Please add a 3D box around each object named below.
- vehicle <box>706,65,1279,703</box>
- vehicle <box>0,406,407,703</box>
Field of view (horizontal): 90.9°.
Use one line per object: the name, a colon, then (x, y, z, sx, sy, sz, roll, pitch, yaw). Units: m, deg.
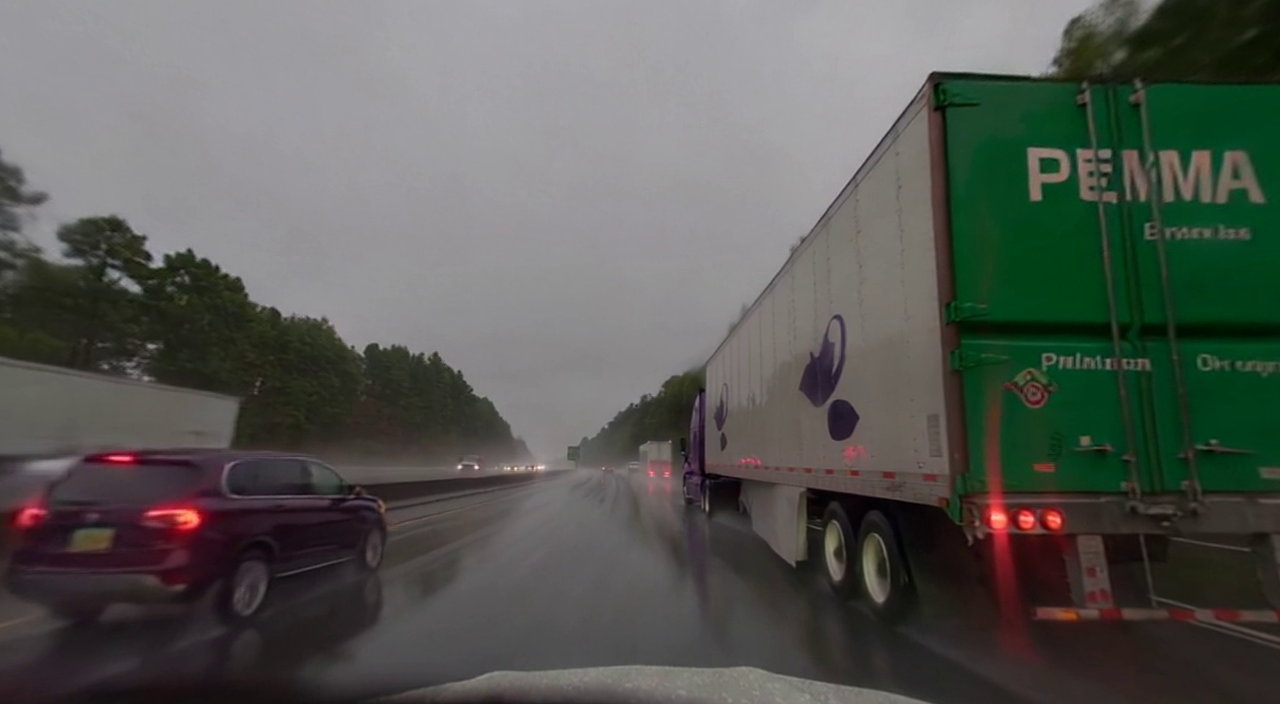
vehicle: (3.411, 1.312, 10.865, 2.856, 4.040, 14.009, 1, -11, -1)
vehicle: (-4.025, 1.501, 5.548, 2.010, 1.580, 4.949, 1, -11, 0)
